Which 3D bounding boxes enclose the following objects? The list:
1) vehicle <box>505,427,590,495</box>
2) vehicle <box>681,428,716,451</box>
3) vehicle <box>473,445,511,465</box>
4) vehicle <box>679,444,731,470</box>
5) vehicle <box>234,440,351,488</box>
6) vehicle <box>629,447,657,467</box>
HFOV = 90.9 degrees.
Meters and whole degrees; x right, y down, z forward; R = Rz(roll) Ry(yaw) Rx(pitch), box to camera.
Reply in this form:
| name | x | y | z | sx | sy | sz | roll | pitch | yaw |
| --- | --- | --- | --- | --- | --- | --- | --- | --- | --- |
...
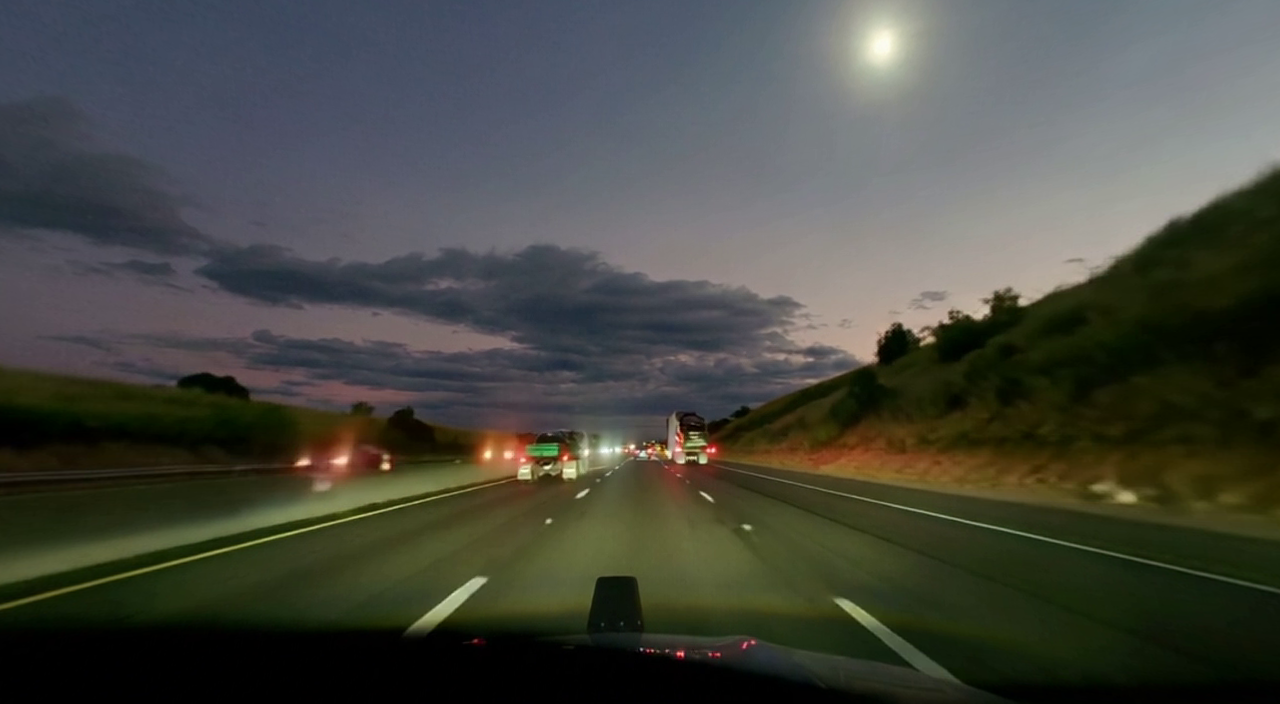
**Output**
| name | x | y | z | sx | sy | sz | roll | pitch | yaw |
| --- | --- | --- | --- | --- | --- | --- | --- | --- | --- |
| vehicle | -2.996 | 3.651 | 21.427 | 2.142 | 2.044 | 4.446 | 0 | -9 | 1 |
| vehicle | 4.123 | 6.256 | 44.796 | 1.968 | 1.547 | 4.215 | 0 | -9 | -2 |
| vehicle | -11.231 | 7.845 | 48.109 | 1.939 | 1.460 | 4.031 | 0 | -8 | -1 |
| vehicle | 4.292 | 7.204 | 43.514 | 2.654 | 1.574 | 9.537 | -1 | -9 | 0 |
| vehicle | -14.521 | 4.695 | 26.747 | 2.078 | 1.797 | 4.966 | 0 | -9 | 1 |
| vehicle | 0.231 | 8.225 | 49.565 | 2.086 | 1.497 | 3.681 | 0 | -9 | 0 |
